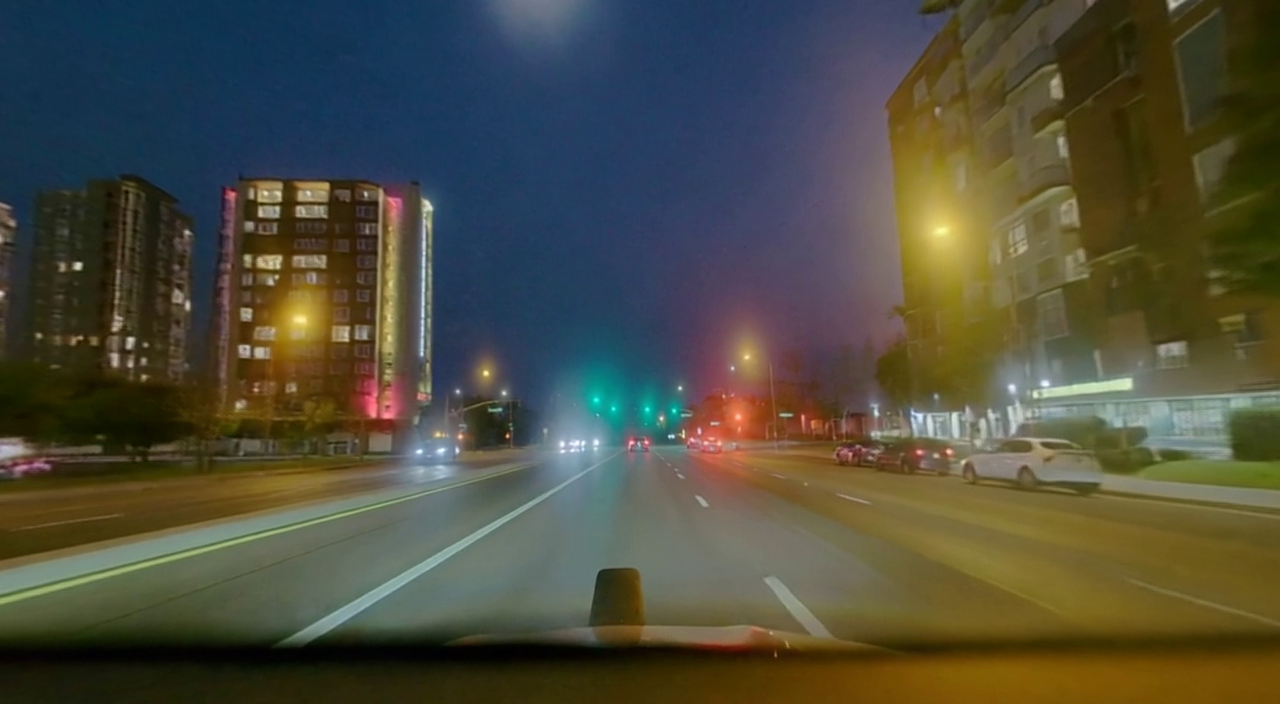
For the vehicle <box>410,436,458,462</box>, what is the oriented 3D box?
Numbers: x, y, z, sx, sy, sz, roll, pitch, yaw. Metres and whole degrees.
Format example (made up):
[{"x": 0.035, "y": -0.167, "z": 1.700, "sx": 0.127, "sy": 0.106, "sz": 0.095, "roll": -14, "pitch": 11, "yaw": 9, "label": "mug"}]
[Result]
[{"x": -14.271, "y": 6.744, "z": 44.006, "sx": 2.046, "sy": 1.682, "sz": 4.518, "roll": 0, "pitch": -9, "yaw": -3, "label": "vehicle"}]

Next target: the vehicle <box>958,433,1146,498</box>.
[{"x": 10.346, "y": 2.878, "z": 16.372, "sx": 1.861, "sy": 1.446, "sz": 4.413, "roll": 0, "pitch": -9, "yaw": -1, "label": "vehicle"}]

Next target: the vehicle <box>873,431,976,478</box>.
[{"x": 10.587, "y": 3.836, "z": 23.874, "sx": 1.905, "sy": 1.597, "sz": 4.040, "roll": 0, "pitch": -9, "yaw": -2, "label": "vehicle"}]

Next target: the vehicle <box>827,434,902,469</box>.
[{"x": 10.404, "y": 4.650, "z": 29.643, "sx": 1.948, "sy": 1.489, "sz": 4.276, "roll": 0, "pitch": -9, "yaw": 1, "label": "vehicle"}]
